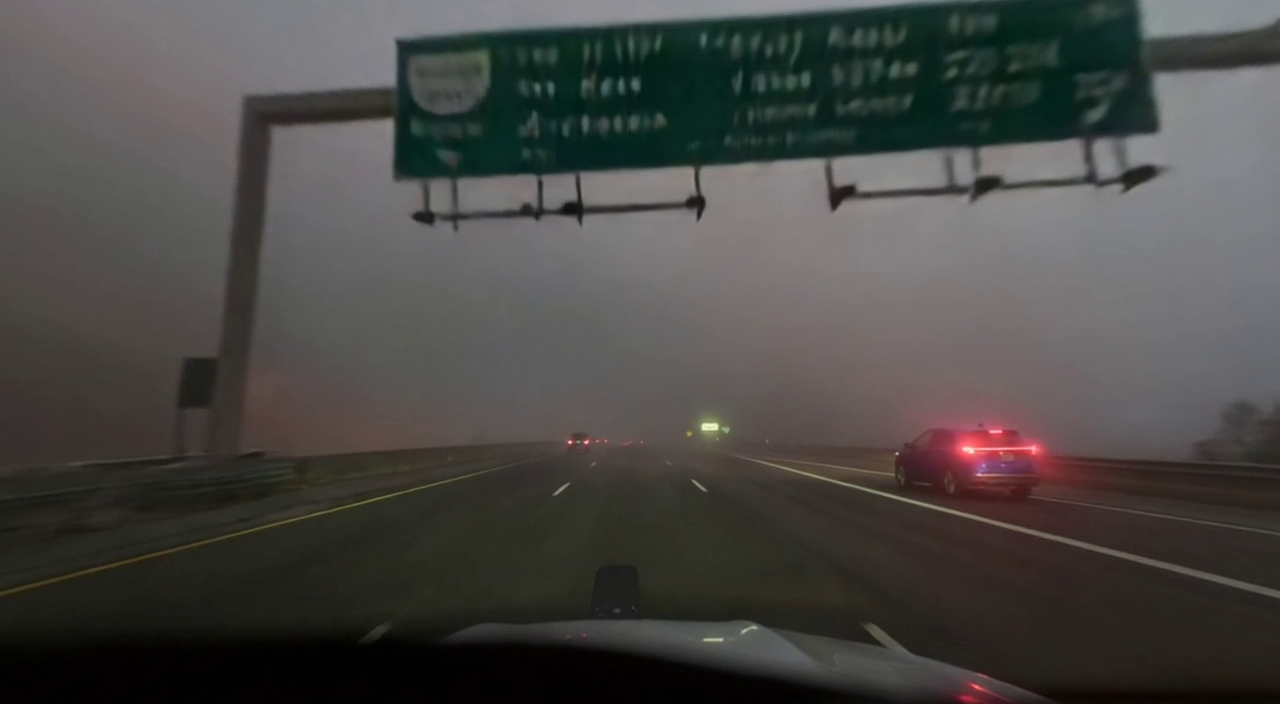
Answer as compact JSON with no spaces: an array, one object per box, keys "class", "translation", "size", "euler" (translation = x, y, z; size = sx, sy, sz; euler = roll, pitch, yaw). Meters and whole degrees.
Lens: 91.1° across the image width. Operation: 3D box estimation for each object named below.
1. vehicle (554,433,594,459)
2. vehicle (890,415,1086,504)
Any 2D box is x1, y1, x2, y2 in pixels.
[{"class":"vehicle","translation":[-3.967,5.688,38.296],"size":[2.032,1.465,4.316],"euler":[0,-8,-1]},{"class":"vehicle","translation":[7.303,2.276,13.769],"size":[1.956,1.634,3.935],"euler":[0,-8,-1]}]
